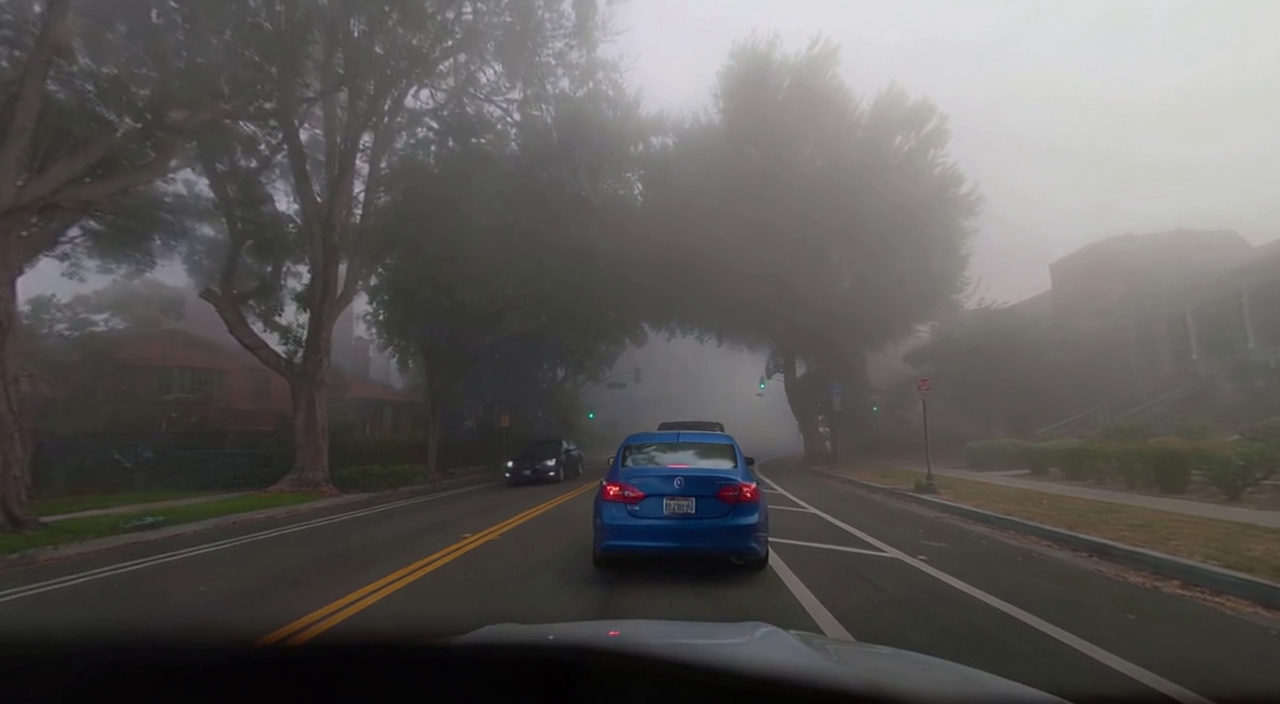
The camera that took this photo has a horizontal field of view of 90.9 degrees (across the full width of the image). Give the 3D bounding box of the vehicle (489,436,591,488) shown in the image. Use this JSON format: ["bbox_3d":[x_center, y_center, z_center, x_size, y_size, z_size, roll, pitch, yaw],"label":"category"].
[{"bbox_3d":[-3.047,3.482,20.342,2.060,1.479,4.462,-1,-8,7],"label":"vehicle"}]

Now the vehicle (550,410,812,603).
[{"bbox_3d":[0.367,1.509,7.039,2.070,1.516,3.936,0,-8,1],"label":"vehicle"}]

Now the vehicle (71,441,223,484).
[{"bbox_3d":[-18.051,4.035,23.177,4.069,1.445,2.063,-2,-9,9],"label":"vehicle"}]
